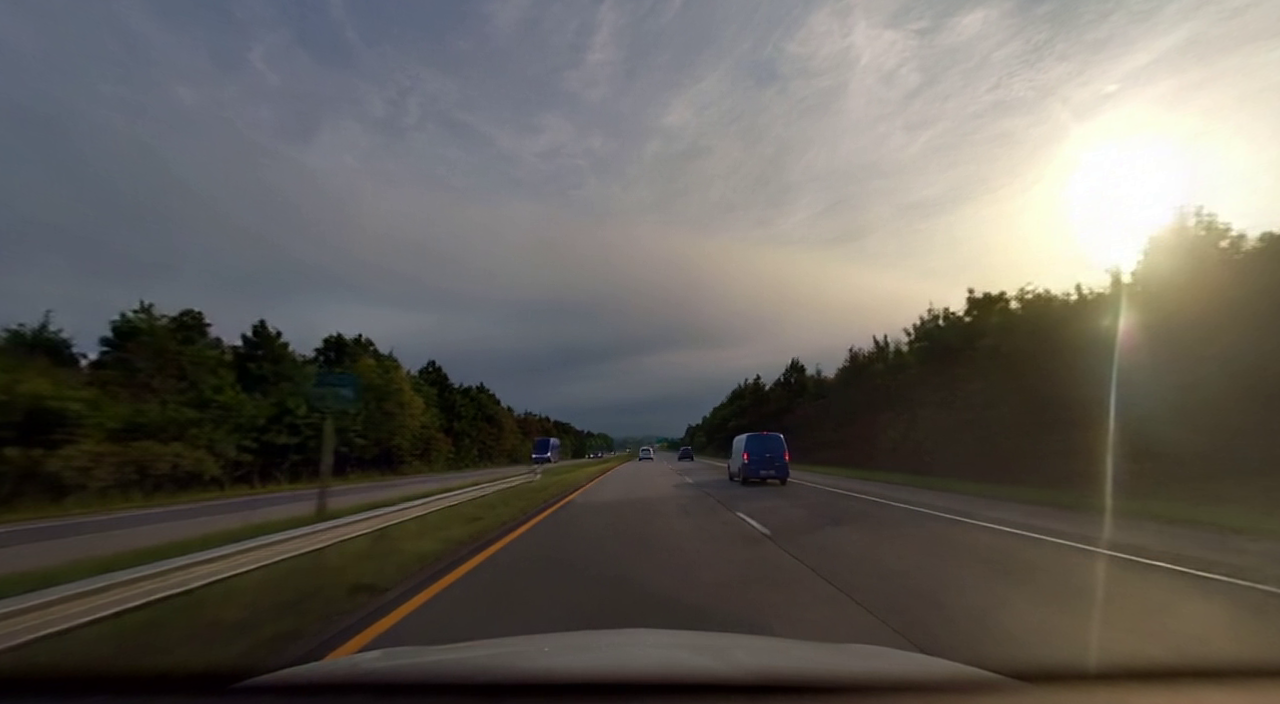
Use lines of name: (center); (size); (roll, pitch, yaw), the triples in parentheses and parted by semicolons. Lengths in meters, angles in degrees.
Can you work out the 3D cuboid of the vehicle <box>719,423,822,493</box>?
vehicle: (4.209, 3.543, 21.254); (2.371, 2.045, 4.768); (0, -9, -1)
